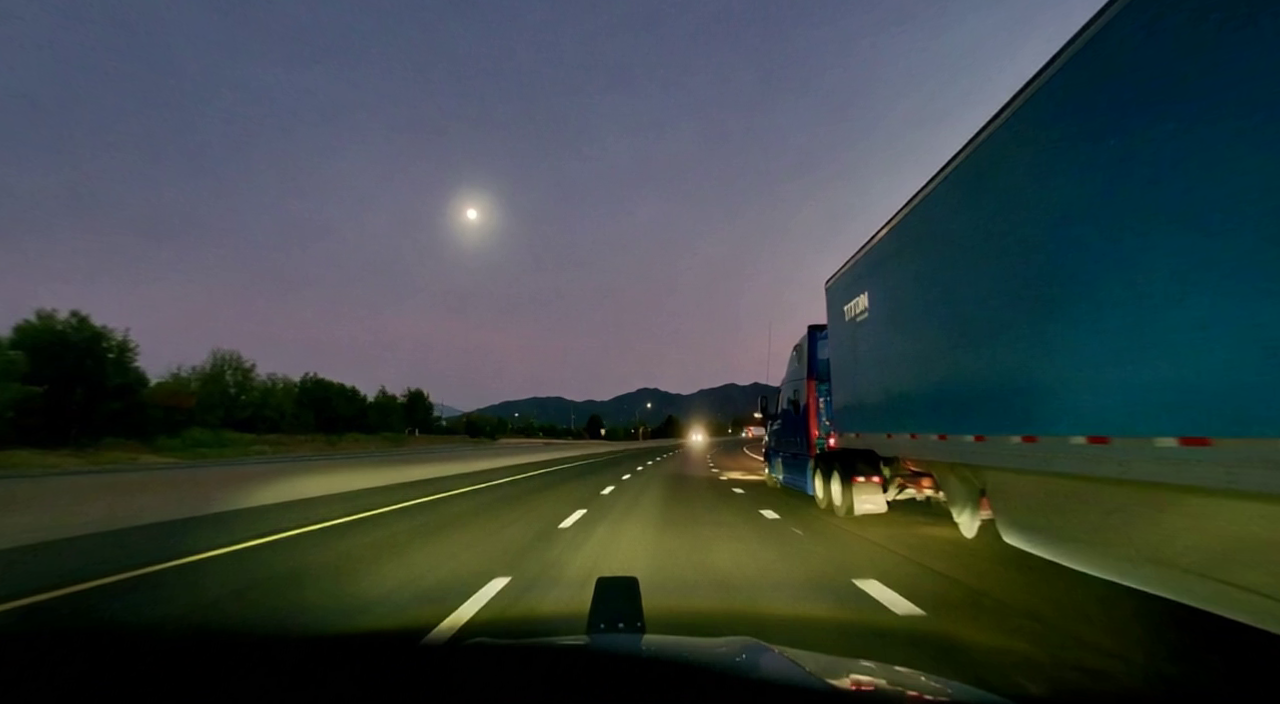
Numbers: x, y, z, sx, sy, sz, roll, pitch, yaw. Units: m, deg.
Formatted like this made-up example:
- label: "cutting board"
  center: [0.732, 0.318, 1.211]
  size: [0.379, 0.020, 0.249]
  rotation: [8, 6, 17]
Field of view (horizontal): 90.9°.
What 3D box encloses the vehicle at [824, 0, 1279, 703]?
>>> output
- label: "vehicle"
  center: [4.526, -0.051, 4.360]
  size: [2.792, 4.056, 13.259]
  rotation: [0, -8, 1]
